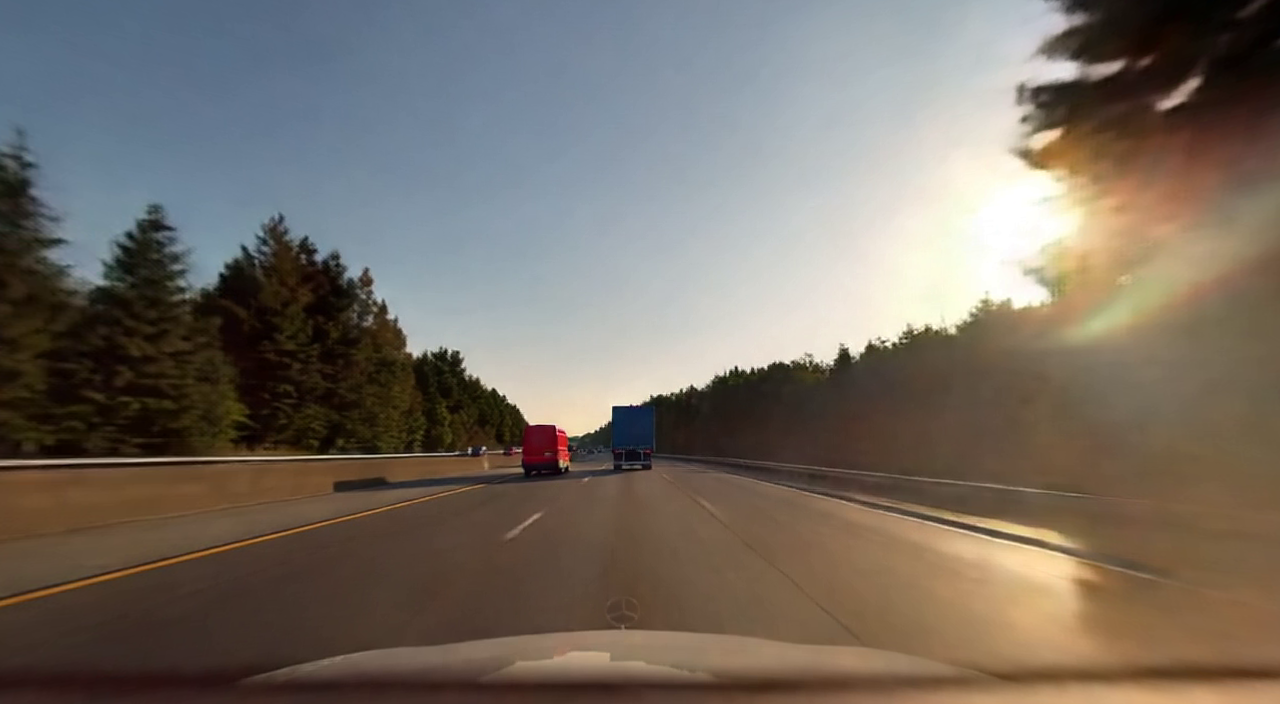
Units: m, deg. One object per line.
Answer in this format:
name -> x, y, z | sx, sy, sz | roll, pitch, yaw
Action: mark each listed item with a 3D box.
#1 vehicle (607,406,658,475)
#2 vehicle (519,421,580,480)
vehicle -> -0.574, 5.996, 42.267 | 2.995, 4.036, 10.311 | 0, -9, -1
vehicle -> -4.634, 5.226, 33.461 | 2.357, 2.786, 6.144 | 0, -9, -1
